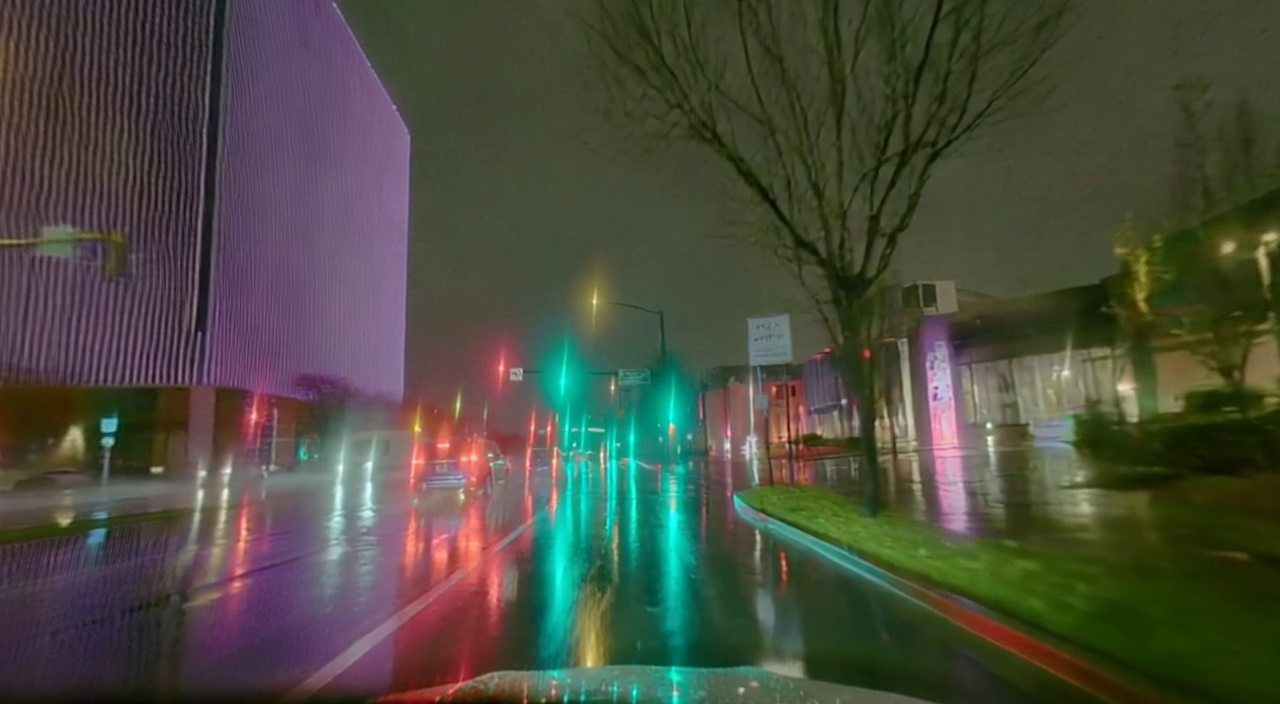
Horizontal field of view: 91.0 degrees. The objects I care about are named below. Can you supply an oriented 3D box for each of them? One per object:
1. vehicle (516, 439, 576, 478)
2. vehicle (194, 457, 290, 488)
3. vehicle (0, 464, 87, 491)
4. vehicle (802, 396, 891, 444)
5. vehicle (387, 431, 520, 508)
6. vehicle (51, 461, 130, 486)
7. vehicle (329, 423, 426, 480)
[{"bbox_3d":[-4.820,5.560,33.136,2.384,1.849,5.009,0,-9,0],"label":"vehicle"},{"bbox_3d":[-23.349,7.050,37.179,2.103,1.590,4.613,-2,-9,12],"label":"vehicle"},{"bbox_3d":[-39.300,8.135,40.842,4.760,1.526,2.108,-1,-8,-3],"label":"vehicle"},{"bbox_3d":[14.083,4.789,43.377,4.005,2.827,4.538,4,-10,-12],"label":"vehicle"},{"bbox_3d":[-4.741,3.064,16.831,2.169,1.741,4.588,0,-9,-1],"label":"vehicle"},{"bbox_3d":[-39.617,8.751,45.429,4.004,1.503,1.782,-2,-9,0],"label":"vehicle"},{"bbox_3d":[-18.286,7.019,44.595,3.394,3.584,8.313,0,-9,-1],"label":"vehicle"}]
